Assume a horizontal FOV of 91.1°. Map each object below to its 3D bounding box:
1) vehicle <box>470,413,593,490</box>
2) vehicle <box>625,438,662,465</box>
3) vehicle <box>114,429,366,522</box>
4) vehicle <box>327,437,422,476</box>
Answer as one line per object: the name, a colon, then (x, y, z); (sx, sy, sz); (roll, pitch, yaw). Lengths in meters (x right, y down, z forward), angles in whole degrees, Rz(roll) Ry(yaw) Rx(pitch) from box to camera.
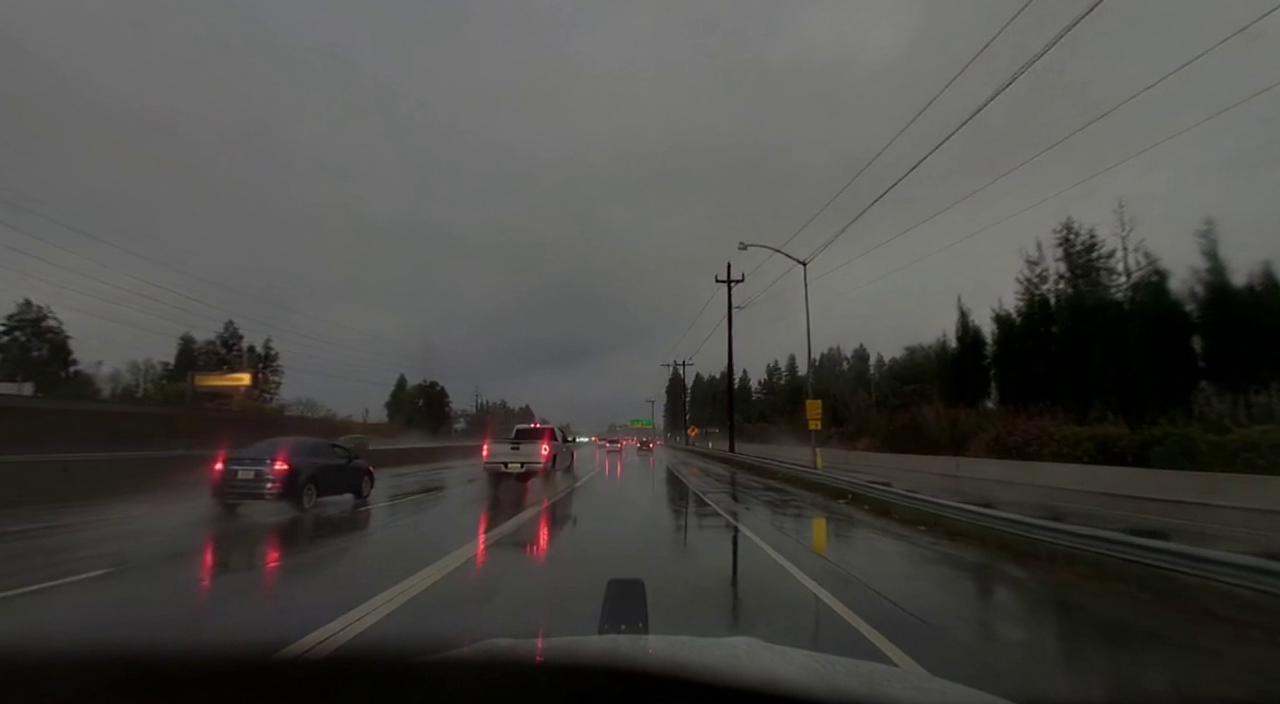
vehicle: (-3.204, 3.193, 20.433); (2.815, 2.092, 6.526); (0, -8, 0)
vehicle: (0.243, 5.767, 36.520); (2.013, 1.444, 4.447); (0, -8, 1)
vehicle: (-7.433, 2.315, 12.368); (1.964, 1.481, 4.425); (0, -8, 1)
vehicle: (-10.940, 4.327, 26.307); (1.884, 1.453, 4.579); (0, -8, 1)
